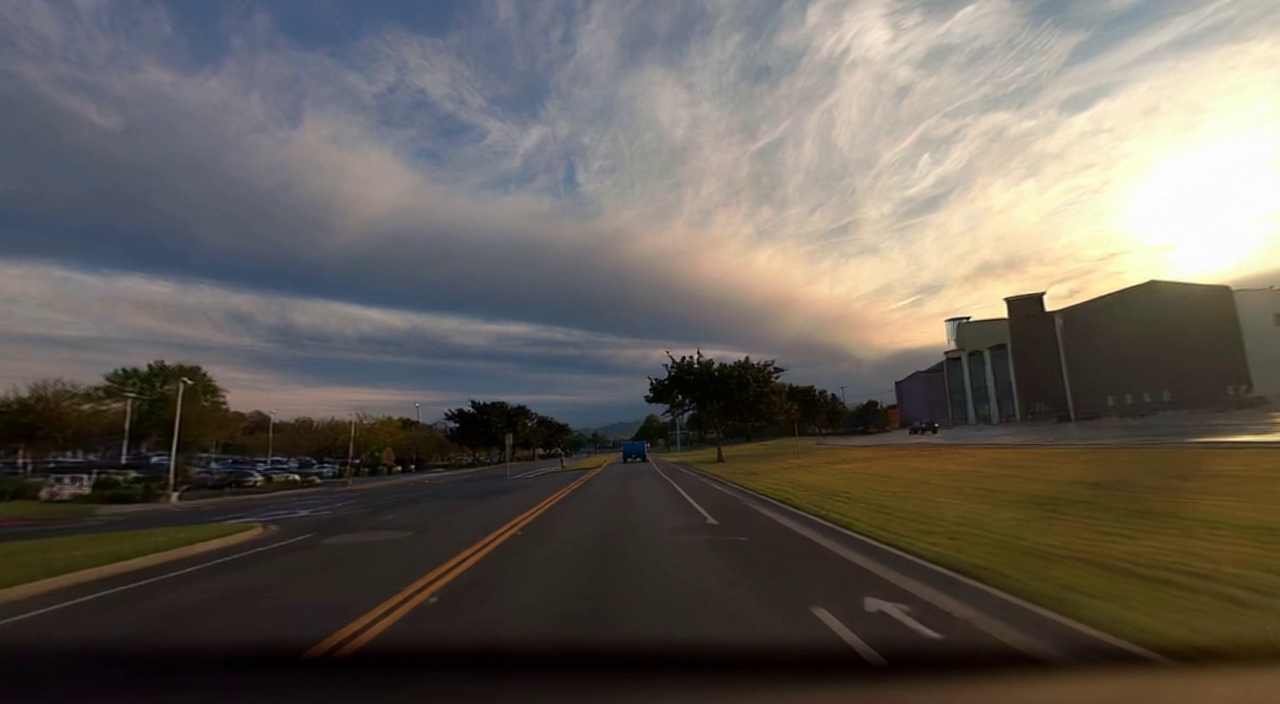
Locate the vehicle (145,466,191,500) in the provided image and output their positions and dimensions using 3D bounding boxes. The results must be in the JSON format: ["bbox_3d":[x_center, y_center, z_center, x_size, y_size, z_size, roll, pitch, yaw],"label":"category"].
[{"bbox_3d":[-27.838,7.667,37.335,1.930,1.718,4.438,6,-10,-35],"label":"vehicle"}]

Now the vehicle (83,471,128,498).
[{"bbox_3d":[-32.023,7.903,37.813,1.747,1.468,3.972,7,-13,-42],"label":"vehicle"}]
